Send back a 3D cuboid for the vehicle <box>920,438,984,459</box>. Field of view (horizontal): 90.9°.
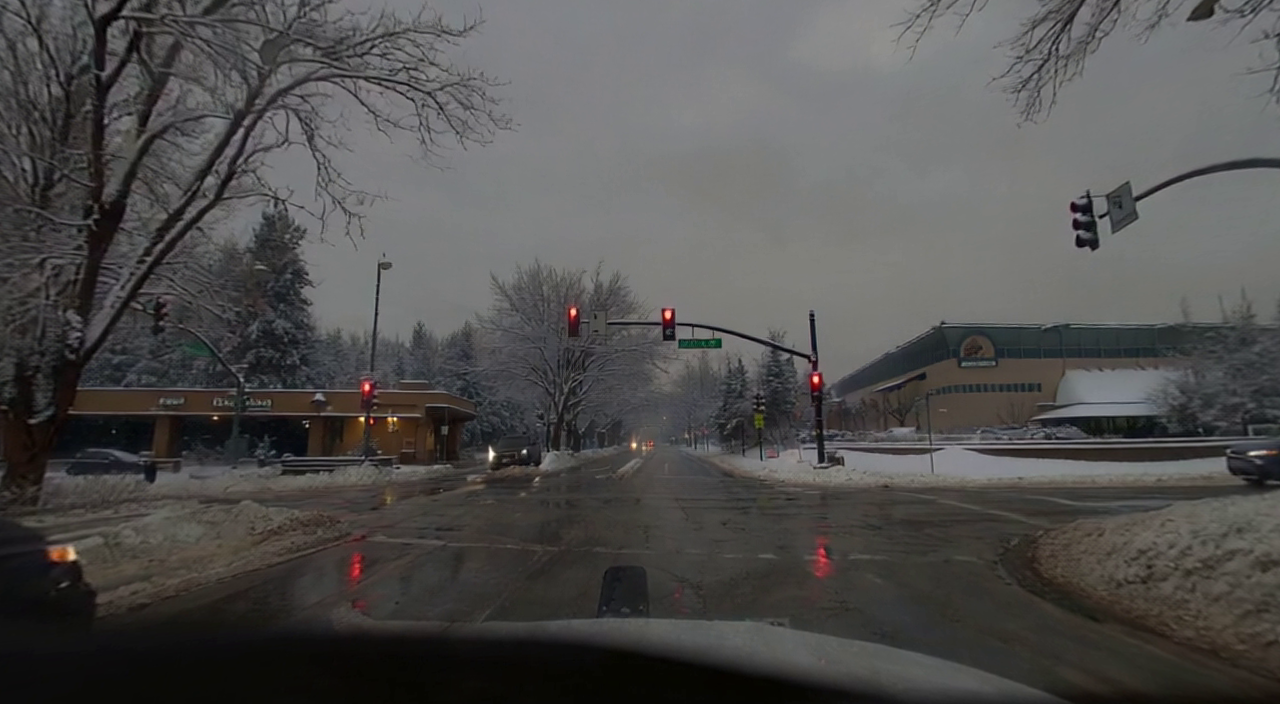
[{"bbox_3d":[21.467,6.650,43.374,3.576,1.425,1.702,2,-9,-12],"label":"vehicle"}]

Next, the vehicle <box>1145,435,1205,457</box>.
[{"bbox_3d":[41.166,7.284,48.627,1.767,1.456,4.191,-4,-11,15],"label":"vehicle"}]

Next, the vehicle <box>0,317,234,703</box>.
[{"bbox_3d":[-3.451,0.621,1.444,2.000,1.789,4.638,0,-8,-2],"label":"vehicle"}]

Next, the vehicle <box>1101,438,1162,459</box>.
[{"bbox_3d":[38.487,7.555,49.506,1.837,1.514,4.786,-2,-9,13],"label":"vehicle"}]

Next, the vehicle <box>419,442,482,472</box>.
[{"bbox_3d":[-10.632,5.907,35.695,2.041,1.548,4.868,0,-8,0],"label":"vehicle"}]

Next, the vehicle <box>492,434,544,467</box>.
[{"bbox_3d":[-7.161,5.850,37.457,2.081,1.818,4.782,0,-8,1],"label":"vehicle"}]
